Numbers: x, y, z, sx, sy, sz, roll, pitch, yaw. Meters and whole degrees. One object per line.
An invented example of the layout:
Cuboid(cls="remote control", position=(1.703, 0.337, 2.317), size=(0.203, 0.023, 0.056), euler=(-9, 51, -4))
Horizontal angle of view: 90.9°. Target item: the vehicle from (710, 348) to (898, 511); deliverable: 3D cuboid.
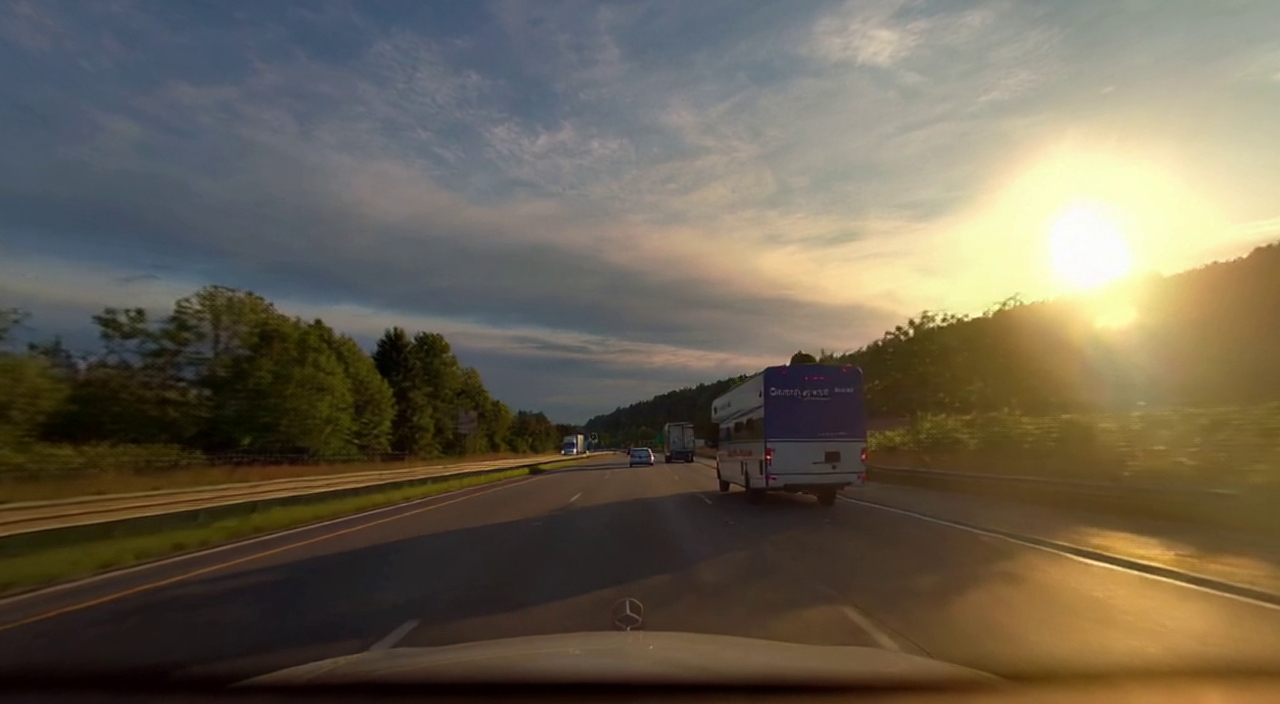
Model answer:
Cuboid(cls="vehicle", position=(4.008, 2.330, 18.051), size=(2.931, 3.530, 8.760), euler=(0, -9, 0))

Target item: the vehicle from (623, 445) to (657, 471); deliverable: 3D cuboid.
Cuboid(cls="vehicle", position=(0.028, 7.098, 42.279), size=(2.151, 1.678, 3.923), euler=(0, -9, 0))
